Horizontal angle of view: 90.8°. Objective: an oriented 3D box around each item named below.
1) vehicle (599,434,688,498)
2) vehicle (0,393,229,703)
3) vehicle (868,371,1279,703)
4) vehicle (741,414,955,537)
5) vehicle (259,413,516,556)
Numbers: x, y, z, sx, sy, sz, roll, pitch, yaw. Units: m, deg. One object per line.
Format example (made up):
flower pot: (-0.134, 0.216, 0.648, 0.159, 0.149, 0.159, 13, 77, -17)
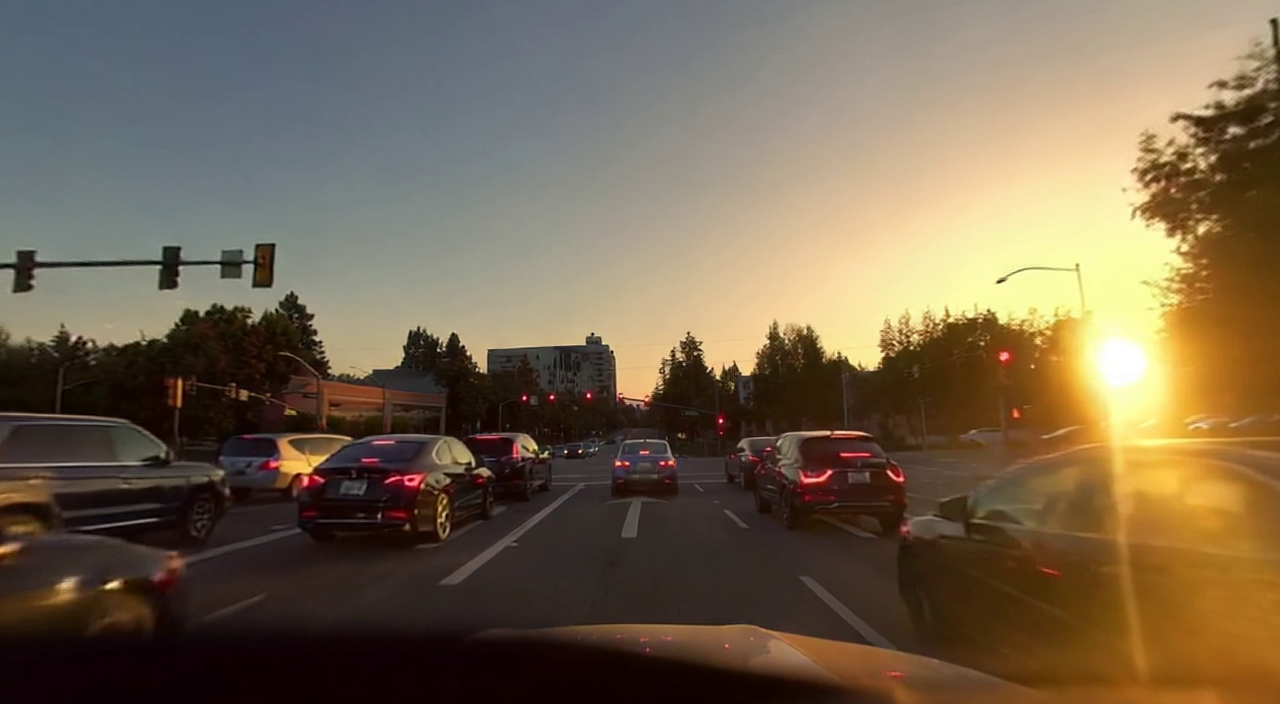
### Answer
vehicle: (0.038, 3.019, 17.064, 2.114, 1.482, 4.056, 0, -9, -1)
vehicle: (-3.230, 0.713, 0.993, 2.139, 1.478, 4.510, 0, -9, 0)
vehicle: (2.796, 0.933, 2.647, 2.002, 1.474, 4.528, 0, -9, 0)
vehicle: (3.249, 2.057, 11.037, 2.178, 1.691, 4.314, 0, -9, -1)
vehicle: (-3.399, 1.891, 9.676, 2.034, 1.655, 4.465, 0, -9, 1)
